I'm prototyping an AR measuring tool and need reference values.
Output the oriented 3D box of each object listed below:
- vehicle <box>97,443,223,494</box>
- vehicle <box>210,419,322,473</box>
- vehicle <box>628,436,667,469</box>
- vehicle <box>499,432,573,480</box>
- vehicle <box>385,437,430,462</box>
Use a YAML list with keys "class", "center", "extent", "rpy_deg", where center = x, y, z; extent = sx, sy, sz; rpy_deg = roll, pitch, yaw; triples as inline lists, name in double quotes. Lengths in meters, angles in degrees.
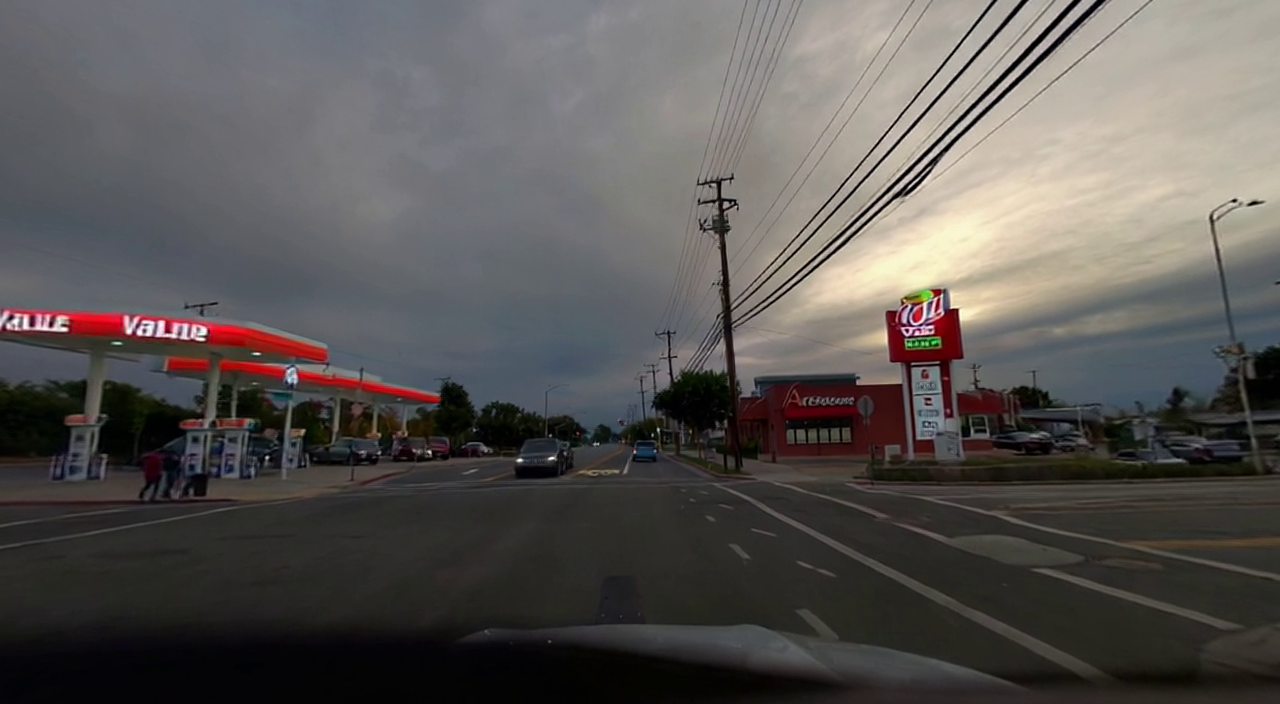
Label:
- class: "vehicle"
  center: [-15.878, 3.747, 20.794]
  extent: [5.116, 1.487, 1.928]
  rpy_deg: [-7, -10, 37]
- class: "vehicle"
  center: [-17.545, 4.437, 30.002]
  extent: [2.499, 2.309, 4.613]
  rpy_deg: [0, -8, -1]
- class: "vehicle"
  center: [0.340, 5.376, 34.094]
  extent: [2.000, 1.663, 4.271]
  rpy_deg: [0, -8, -1]
- class: "vehicle"
  center: [-4.331, 4.420, 27.159]
  extent: [2.274, 1.844, 4.843]
  rpy_deg: [0, -8, 1]
- class: "vehicle"
  center: [-17.281, 7.252, 47.186]
  extent: [1.890, 1.761, 4.578]
  rpy_deg: [0, -8, -3]
